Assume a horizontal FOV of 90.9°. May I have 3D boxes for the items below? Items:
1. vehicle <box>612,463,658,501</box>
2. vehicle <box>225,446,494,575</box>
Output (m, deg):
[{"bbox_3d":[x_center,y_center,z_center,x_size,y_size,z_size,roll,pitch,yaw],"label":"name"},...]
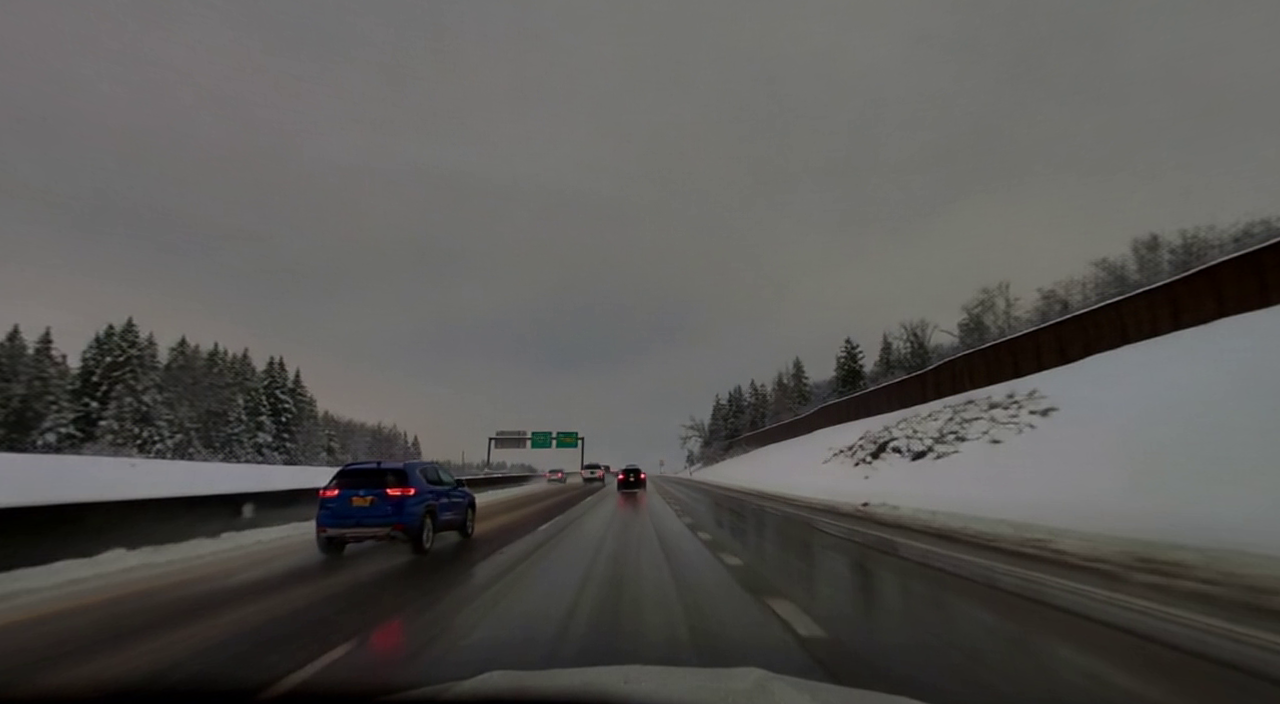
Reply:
[{"bbox_3d":[-0.252,6.048,29.437,1.992,1.601,3.762,1,-11,-1],"label":"vehicle"},{"bbox_3d":[-3.960,2.369,10.053,2.102,1.521,4.687,1,-11,0],"label":"vehicle"}]
